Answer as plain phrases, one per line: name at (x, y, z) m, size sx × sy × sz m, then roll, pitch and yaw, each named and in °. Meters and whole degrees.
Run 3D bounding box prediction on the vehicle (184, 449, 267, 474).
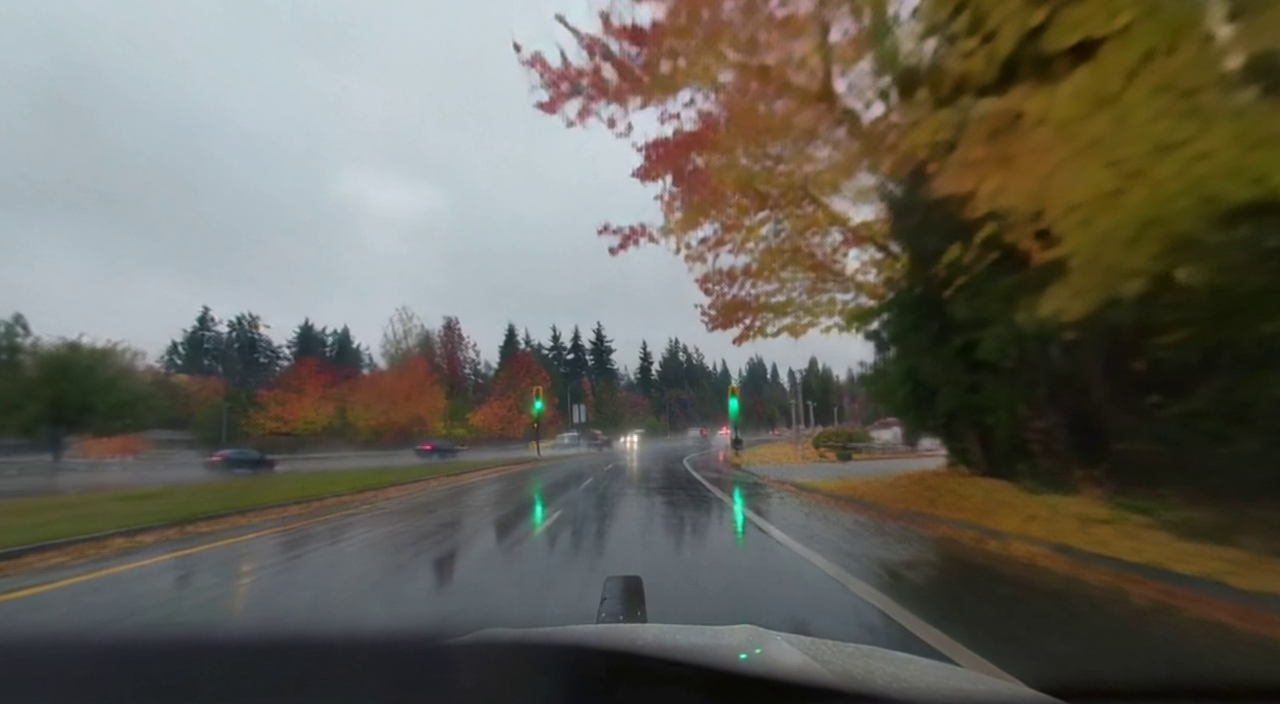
vehicle at (-27.692, 7.294, 42.215) m, size 1.865 × 1.518 × 4.231 m, roll -3°, pitch -9°, yaw 19°
